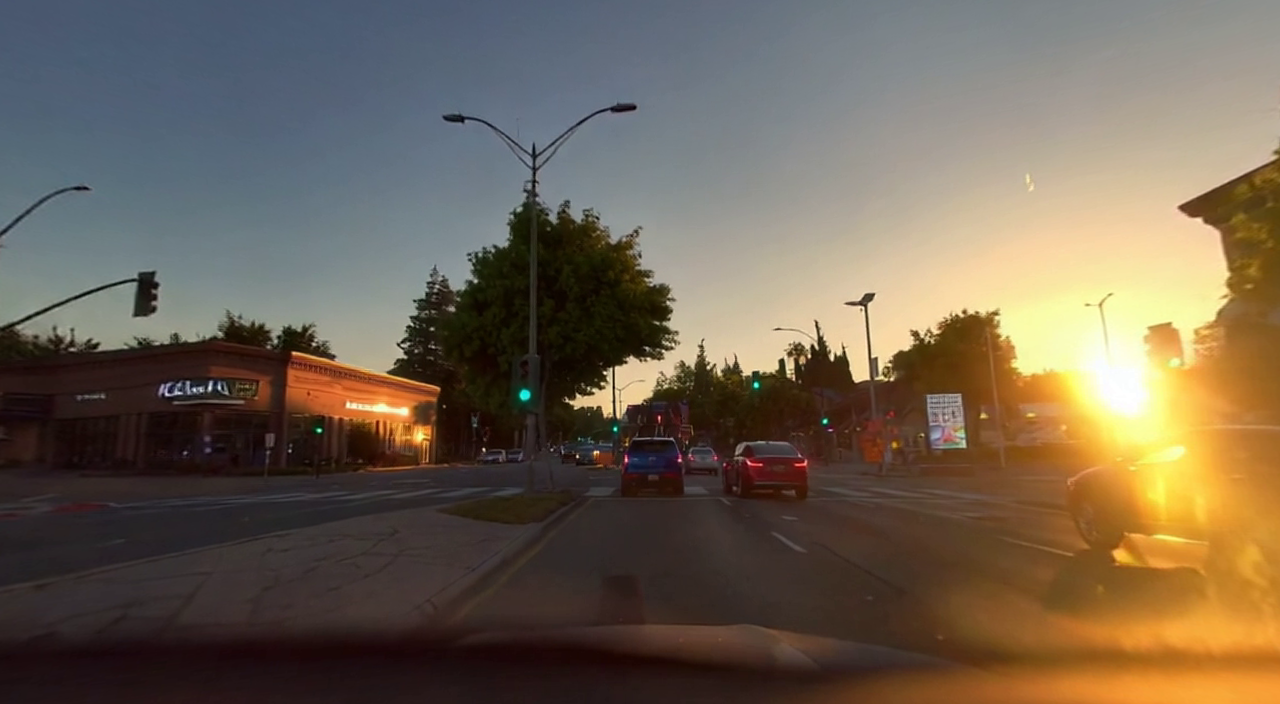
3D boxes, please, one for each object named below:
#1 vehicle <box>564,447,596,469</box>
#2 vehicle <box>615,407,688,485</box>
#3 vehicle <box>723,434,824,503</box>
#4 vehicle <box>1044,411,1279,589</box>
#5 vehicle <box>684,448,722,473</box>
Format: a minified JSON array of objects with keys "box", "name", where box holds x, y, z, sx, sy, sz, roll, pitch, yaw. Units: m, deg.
[{"box":[-4.347,7.705,46.104,2.001,1.518,4.316,0,-9,-1],"name":"vehicle"},{"box":[0.409,3.399,22.914,2.370,2.518,3.858,-1,-8,1],"name":"vehicle"},{"box":[3.738,3.328,18.457,2.025,1.754,4.311,0,-9,0],"name":"vehicle"},{"box":[7.173,1.619,7.327,1.982,1.698,4.408,0,-9,0],"name":"vehicle"},{"box":[4.006,6.943,40.536,1.967,1.515,4.378,0,-9,-1],"name":"vehicle"}]
